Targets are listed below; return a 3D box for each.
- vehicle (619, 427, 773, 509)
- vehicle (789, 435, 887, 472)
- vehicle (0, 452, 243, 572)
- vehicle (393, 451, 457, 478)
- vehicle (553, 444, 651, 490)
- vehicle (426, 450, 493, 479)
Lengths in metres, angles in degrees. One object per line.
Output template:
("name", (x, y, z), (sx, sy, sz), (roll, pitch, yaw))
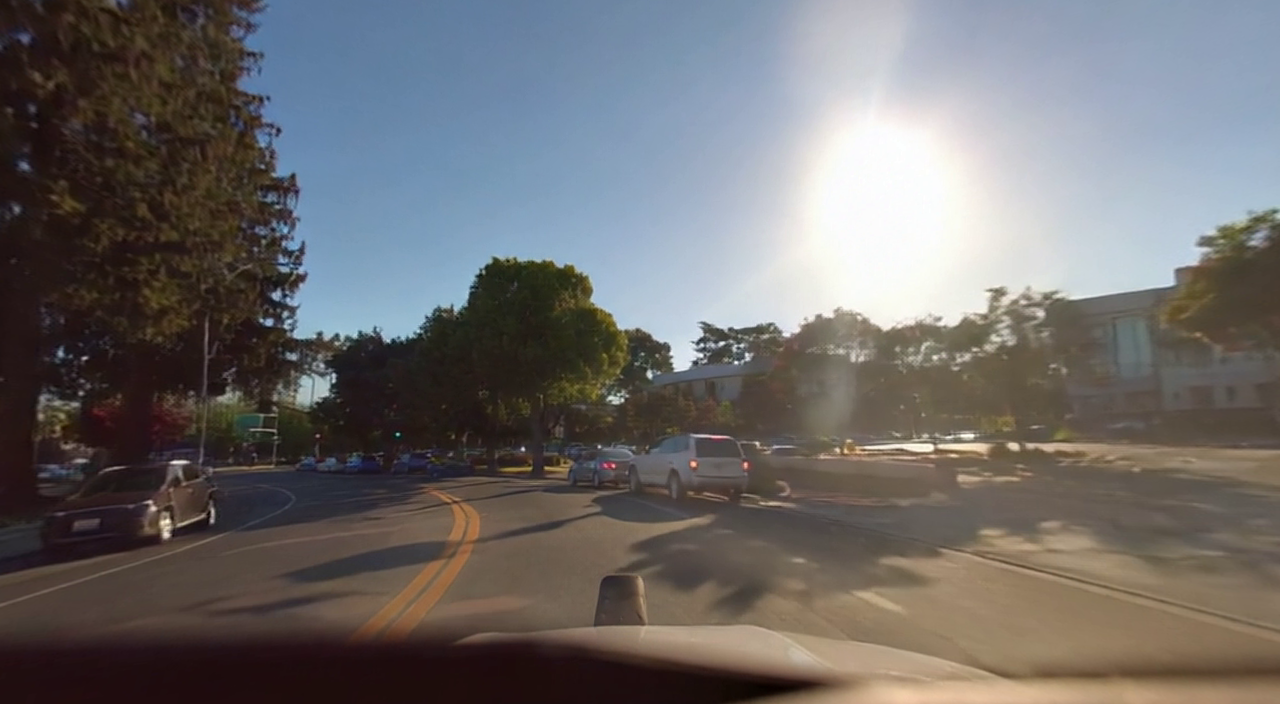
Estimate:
("vehicle", (1.213, 2.928, 16.539), (2.289, 1.785, 4.944), (2, -9, -17))
("vehicle", (9.050, 4.570, 28.682), (4.577, 1.531, 2.098), (7, -11, -40))
("vehicle", (-9.253, 2.732, 11.643), (2.142, 1.483, 4.629), (-3, -7, -18))
("vehicle", (-13.740, 7.100, 40.205), (2.016, 1.509, 4.789), (8, -11, -42))
("vehicle", (-1.543, 4.217, 23.572), (2.066, 1.509, 4.579), (4, -9, -26))
("vehicle", (-10.411, 6.376, 36.188), (1.884, 1.508, 4.713), (7, -11, -39))
